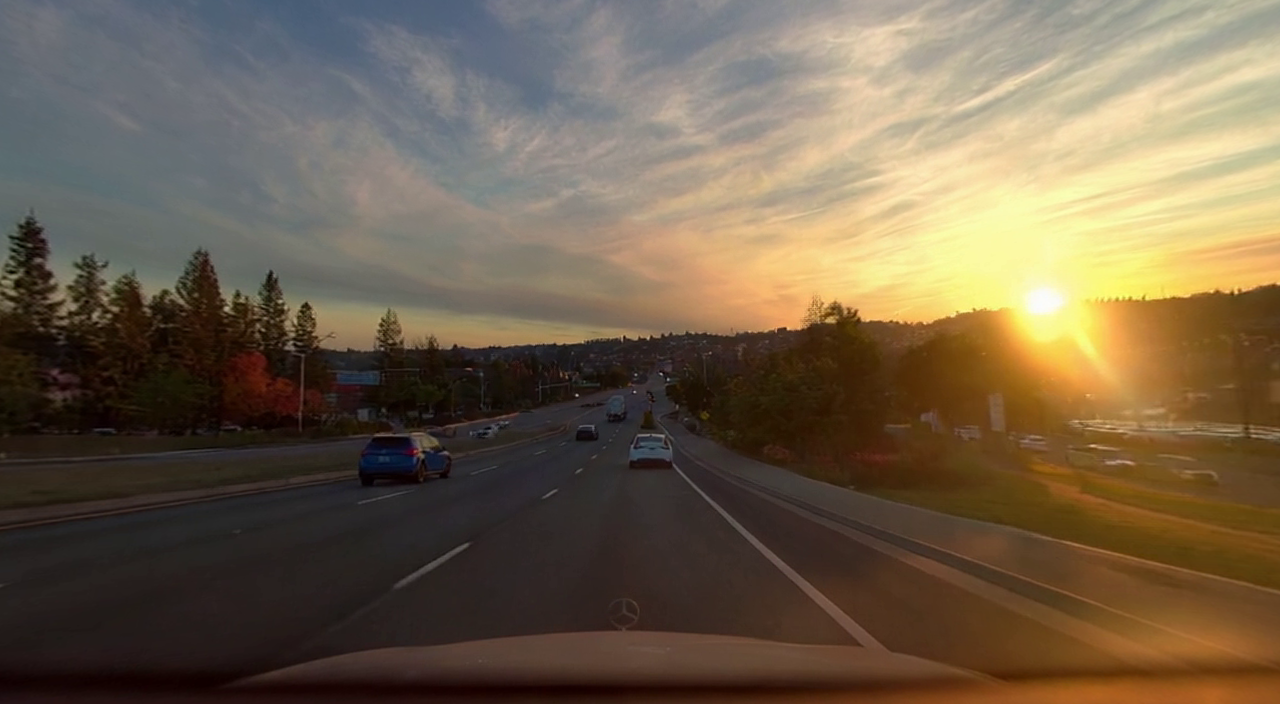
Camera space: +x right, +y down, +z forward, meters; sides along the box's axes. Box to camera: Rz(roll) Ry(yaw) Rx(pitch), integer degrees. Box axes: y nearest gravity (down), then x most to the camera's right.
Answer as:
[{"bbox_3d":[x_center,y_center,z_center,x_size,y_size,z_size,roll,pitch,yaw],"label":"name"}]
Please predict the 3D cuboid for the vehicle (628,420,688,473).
[{"bbox_3d":[0.642,3.666,24.451,2.125,1.830,4.370,0,-9,0],"label":"vehicle"}]

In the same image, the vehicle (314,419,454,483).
[{"bbox_3d":[-7.441,2.981,19.043,1.997,1.650,5.090,0,-9,1],"label":"vehicle"}]

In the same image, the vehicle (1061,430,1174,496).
[{"bbox_3d":[18.305,4.165,24.480,1.849,1.958,4.453,0,-3,14],"label":"vehicle"}]

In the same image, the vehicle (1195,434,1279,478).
[{"bbox_3d":[29.477,5.040,30.981,2.059,1.942,4.496,-6,-9,25],"label":"vehicle"}]
